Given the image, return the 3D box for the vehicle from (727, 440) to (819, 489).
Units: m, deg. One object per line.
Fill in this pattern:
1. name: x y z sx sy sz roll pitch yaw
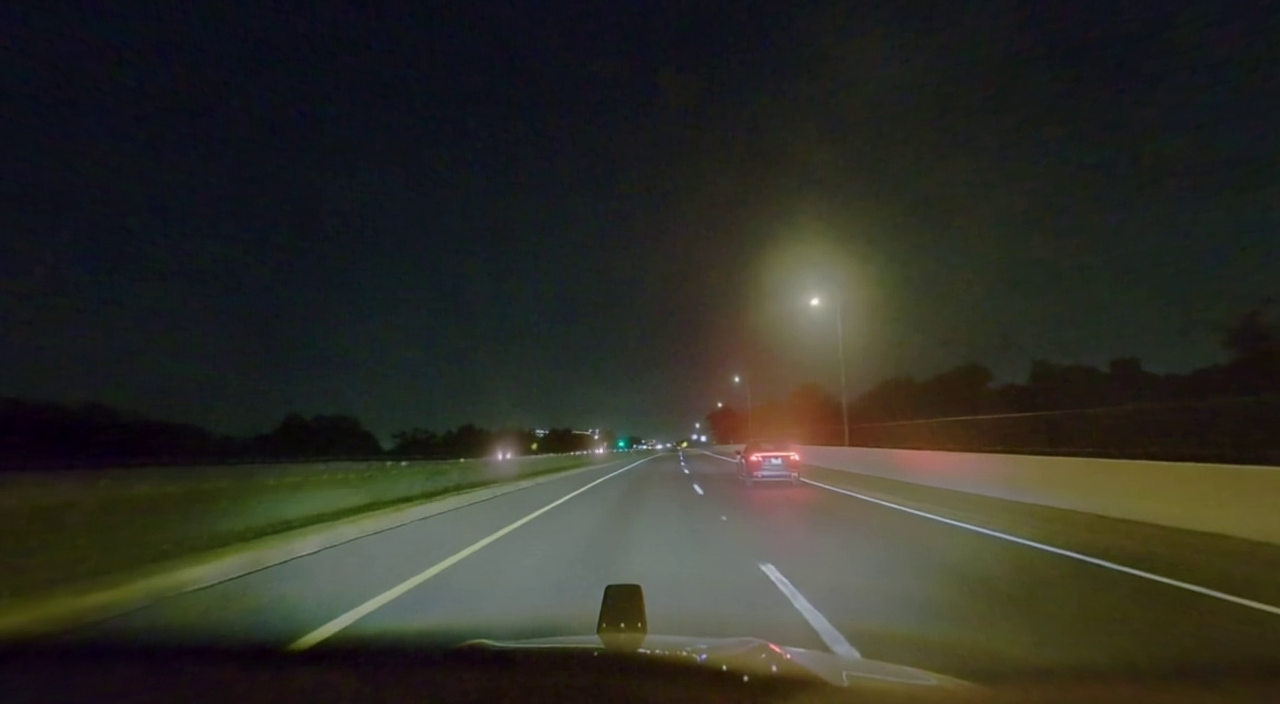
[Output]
1. vehicle: 4.196 3.631 20.585 2.124 1.405 4.398 0 -9 1
